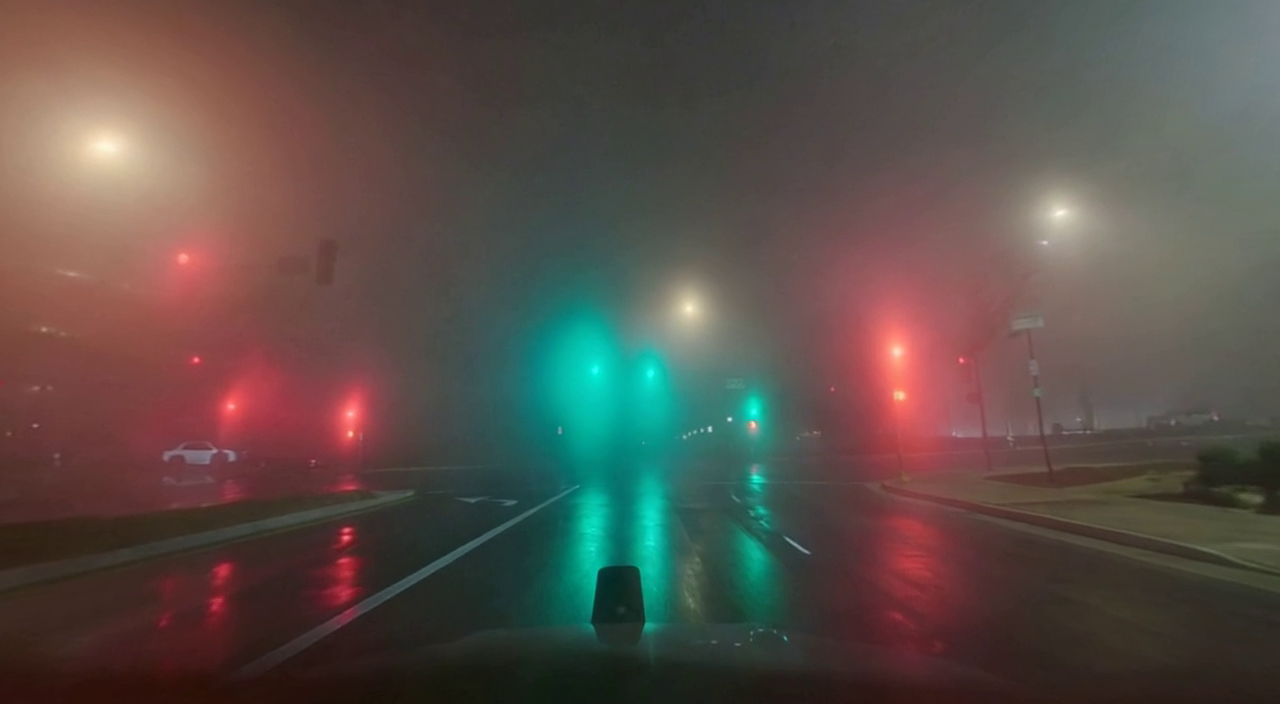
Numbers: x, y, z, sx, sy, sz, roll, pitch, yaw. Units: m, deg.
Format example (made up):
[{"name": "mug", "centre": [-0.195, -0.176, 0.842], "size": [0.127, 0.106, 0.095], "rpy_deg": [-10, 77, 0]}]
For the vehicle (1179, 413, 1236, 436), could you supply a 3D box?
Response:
[{"name": "vehicle", "centre": [44.913, 5.737, 49.821], "size": [4.339, 1.675, 1.812], "rpy_deg": [5, -10, -27]}]

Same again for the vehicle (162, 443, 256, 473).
[{"name": "vehicle", "centre": [-27.960, 6.897, 40.999], "size": [4.603, 1.666, 1.972], "rpy_deg": [-2, -8, -5]}]

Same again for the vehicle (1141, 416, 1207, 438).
[{"name": "vehicle", "centre": [39.832, 5.627, 46.942], "size": [4.189, 1.561, 1.947], "rpy_deg": [4, -10, -23]}]
